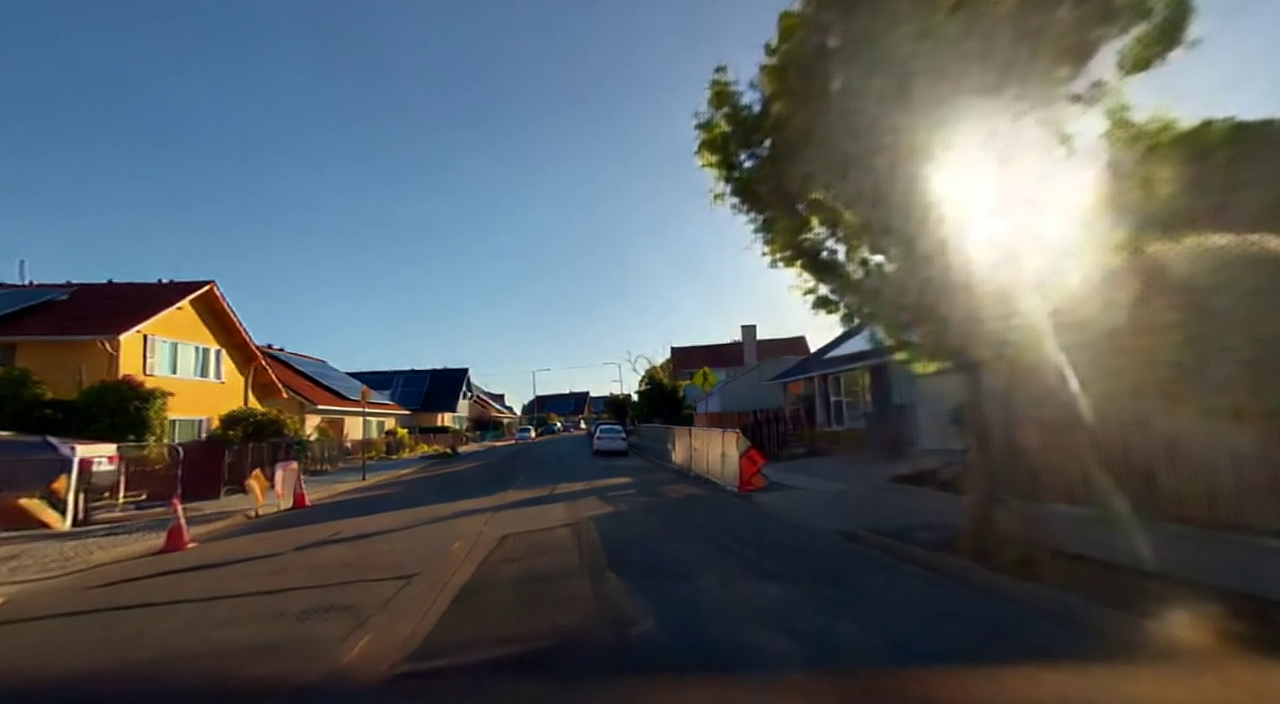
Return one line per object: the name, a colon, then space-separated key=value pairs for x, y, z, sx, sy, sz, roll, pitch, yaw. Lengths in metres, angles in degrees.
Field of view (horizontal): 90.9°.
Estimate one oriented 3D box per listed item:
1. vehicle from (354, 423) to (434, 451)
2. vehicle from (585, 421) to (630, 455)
vehicle: x=-15.630 y=5.435 z=40.184 sx=4.205 sy=1.745 sz=2.121 roll=1 pitch=-8 yaw=-2
vehicle: x=-1.584 y=4.101 z=30.022 sx=1.998 sy=1.494 sz=3.927 roll=0 pitch=-8 yaw=-4
